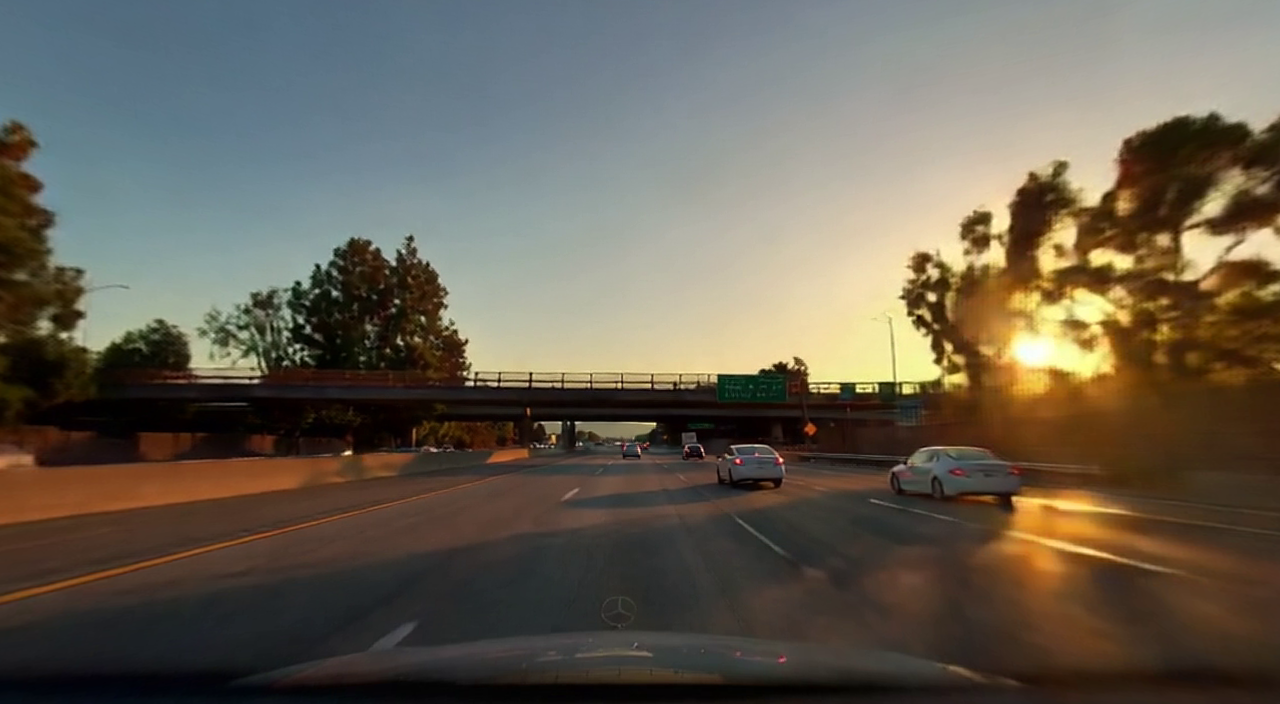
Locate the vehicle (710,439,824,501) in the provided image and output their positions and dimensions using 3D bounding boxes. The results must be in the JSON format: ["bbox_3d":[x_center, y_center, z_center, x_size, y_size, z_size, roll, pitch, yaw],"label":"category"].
[{"bbox_3d":[3.295,3.159,17.396,2.076,1.472,4.562,0,-9,-1],"label":"vehicle"}]

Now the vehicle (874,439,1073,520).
[{"bbox_3d":[7.174,2.755,14.264,1.946,1.497,4.467,0,-9,-2],"label":"vehicle"}]
